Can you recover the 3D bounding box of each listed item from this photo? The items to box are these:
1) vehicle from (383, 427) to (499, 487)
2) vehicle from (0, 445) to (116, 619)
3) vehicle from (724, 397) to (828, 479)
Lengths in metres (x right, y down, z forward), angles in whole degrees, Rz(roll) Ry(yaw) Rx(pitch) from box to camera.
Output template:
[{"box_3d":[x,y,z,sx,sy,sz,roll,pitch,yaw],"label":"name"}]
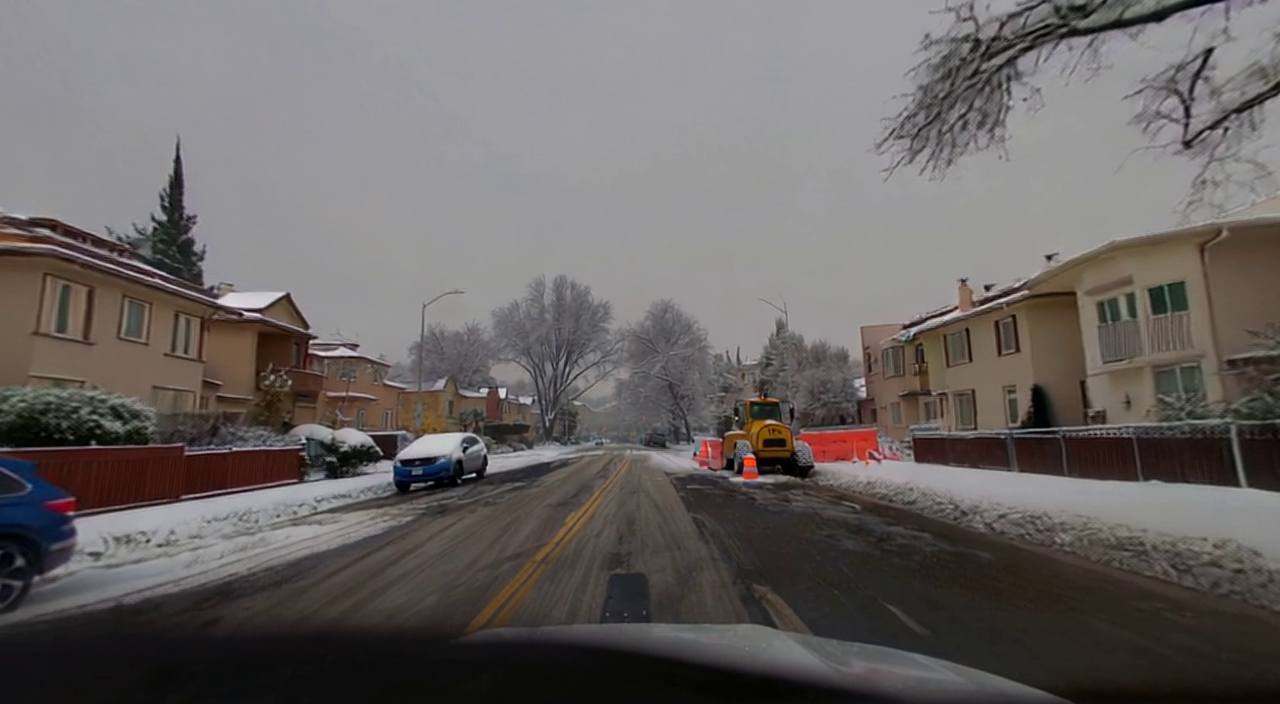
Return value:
[{"box_3d":[-6.460,3.485,21.173,2.220,1.765,4.799,0,-9,1],"label":"vehicle"},{"box_3d":[-6.517,1.362,4.108,1.974,1.479,4.888,0,-8,1],"label":"vehicle"},{"box_3d":[4.606,3.002,21.956,2.501,2.613,3.505,1,-8,-6],"label":"vehicle"}]
